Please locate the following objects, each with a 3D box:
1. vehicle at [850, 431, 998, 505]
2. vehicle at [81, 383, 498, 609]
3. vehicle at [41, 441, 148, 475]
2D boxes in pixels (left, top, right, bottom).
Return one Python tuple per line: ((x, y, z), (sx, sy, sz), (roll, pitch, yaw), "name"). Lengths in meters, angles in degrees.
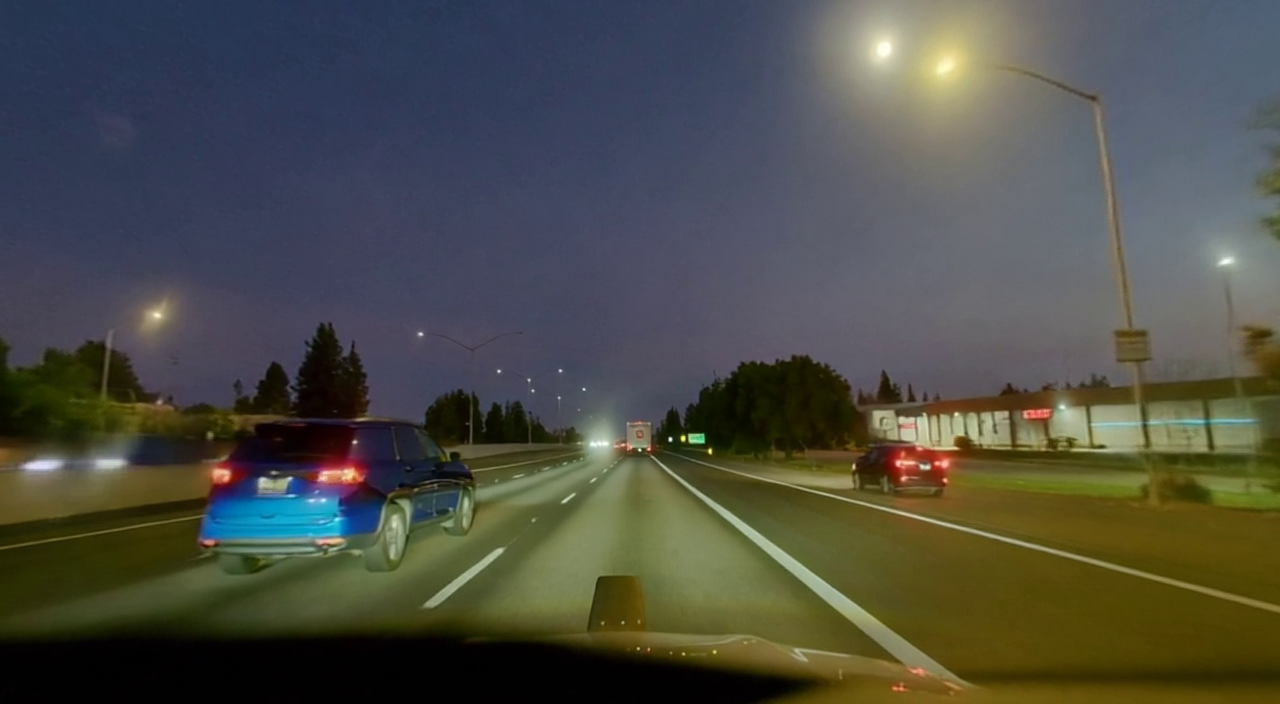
((7.235, 2.972, 16.554), (1.958, 1.681, 4.109), (0, -9, 0), "vehicle")
((-3.412, 1.533, 7.632), (2.178, 1.826, 4.933), (0, -9, 0), "vehicle")
((-28.733, 5.597, 33.281), (1.895, 1.654, 4.190), (0, -9, 0), "vehicle")
